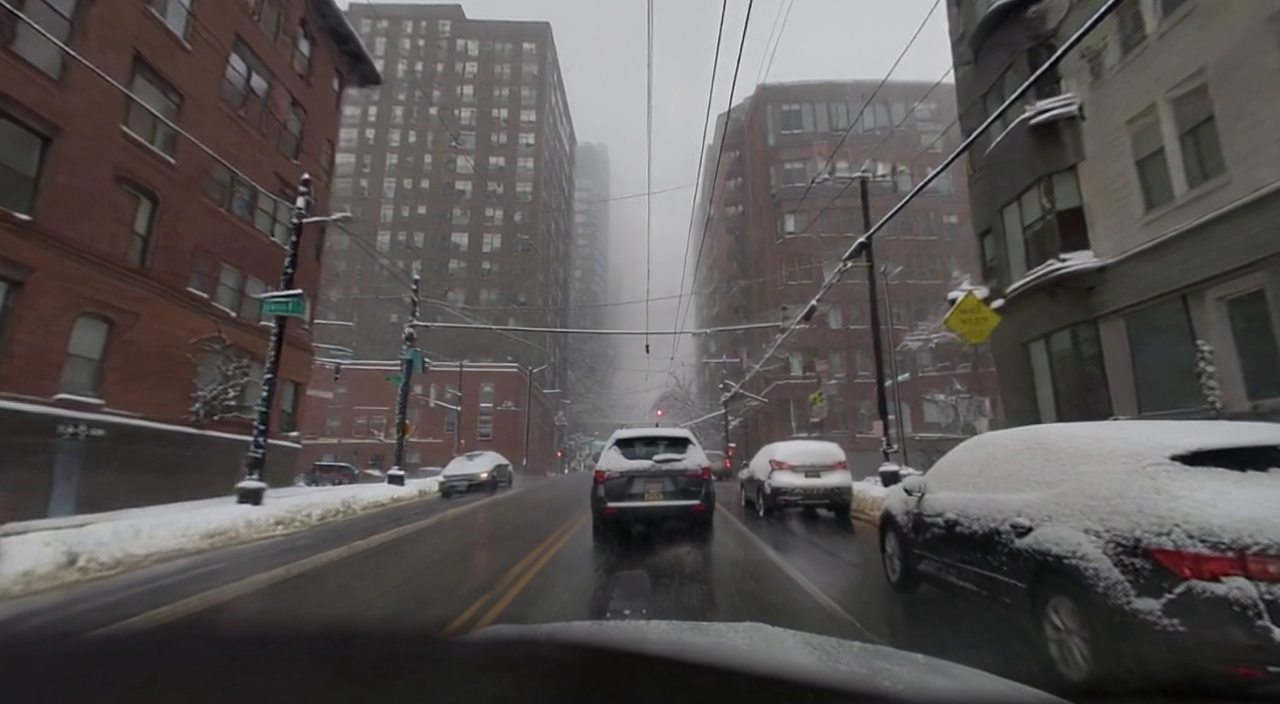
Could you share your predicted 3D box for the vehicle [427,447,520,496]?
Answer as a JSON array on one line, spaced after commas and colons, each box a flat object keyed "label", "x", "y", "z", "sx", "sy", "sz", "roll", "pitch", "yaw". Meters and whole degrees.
[{"label": "vehicle", "x": -5.743, "y": 4.160, "z": 22.331, "sx": 2.014, "sy": 1.538, "sz": 4.275, "roll": -1, "pitch": -9, "yaw": 2}]

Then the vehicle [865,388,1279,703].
[{"label": "vehicle", "x": 3.329, "y": 1.229, "z": 4.560, "sx": 1.906, "sy": 1.578, "sz": 4.020, "roll": 0, "pitch": -9, "yaw": 0}]

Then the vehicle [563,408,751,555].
[{"label": "vehicle", "x": 0.178, "y": 1.848, "z": 9.629, "sx": 2.232, "sy": 1.736, "sz": 4.036, "roll": 0, "pitch": -9, "yaw": -1}]

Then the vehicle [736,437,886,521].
[{"label": "vehicle", "x": 3.327, "y": 2.556, "z": 13.226, "sx": 1.970, "sy": 1.452, "sz": 4.227, "roll": 0, "pitch": -9, "yaw": 0}]
